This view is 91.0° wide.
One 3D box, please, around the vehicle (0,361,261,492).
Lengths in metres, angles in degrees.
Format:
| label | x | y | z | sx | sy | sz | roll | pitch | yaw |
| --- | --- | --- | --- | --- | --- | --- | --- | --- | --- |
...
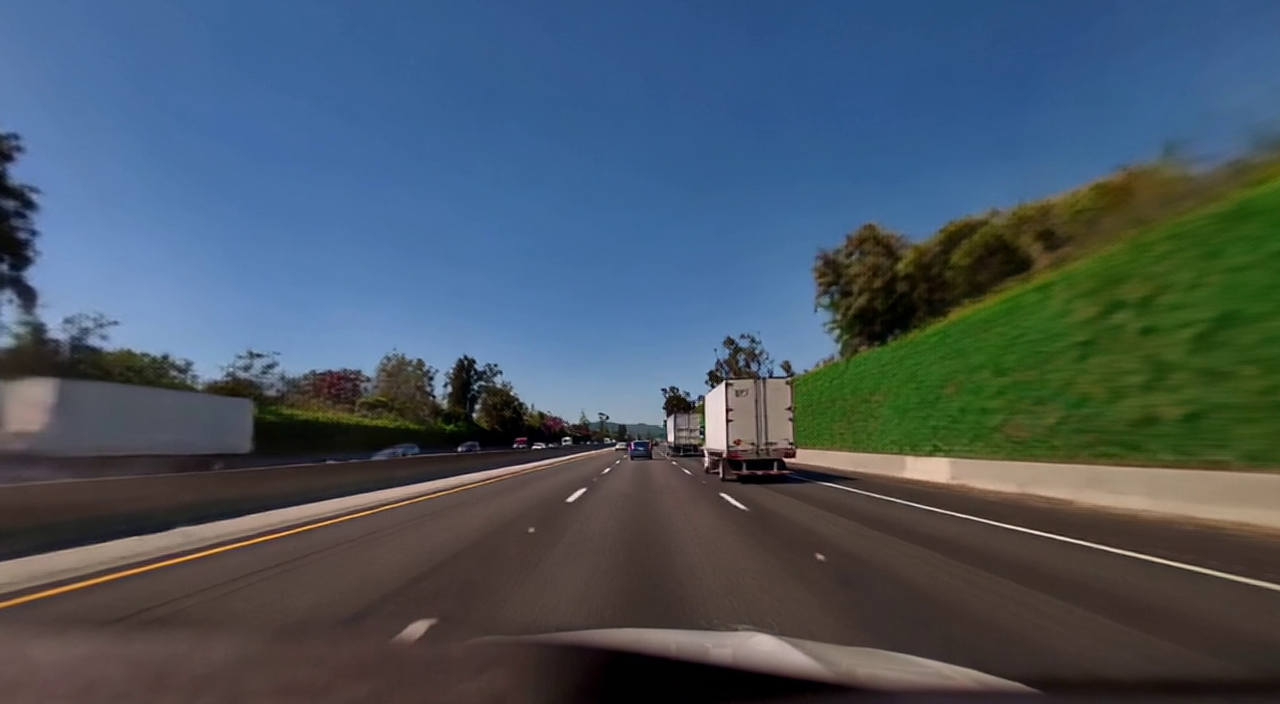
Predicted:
| label | x | y | z | sx | sy | sz | roll | pitch | yaw |
| --- | --- | --- | --- | --- | --- | --- | --- | --- | --- |
| vehicle | -20.944 | 3.128 | 25.126 | 2.886 | 3.964 | 13.895 | 0 | -8 | 0 |

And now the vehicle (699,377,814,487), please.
| label | x | y | z | sx | sy | sz | roll | pitch | yaw |
| --- | --- | --- | --- | --- | --- | --- | --- | --- | --- |
| vehicle | 4.002 | 3.067 | 23.762 | 2.742 | 3.383 | 8.285 | 0 | -8 | 0 |

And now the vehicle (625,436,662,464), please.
| label | x | y | z | sx | sy | sz | roll | pitch | yaw |
| --- | --- | --- | --- | --- | --- | --- | --- | --- | --- |
| vehicle | 0.218 | 6.647 | 42.817 | 2.389 | 1.760 | 4.473 | 0 | -8 | 1 |
